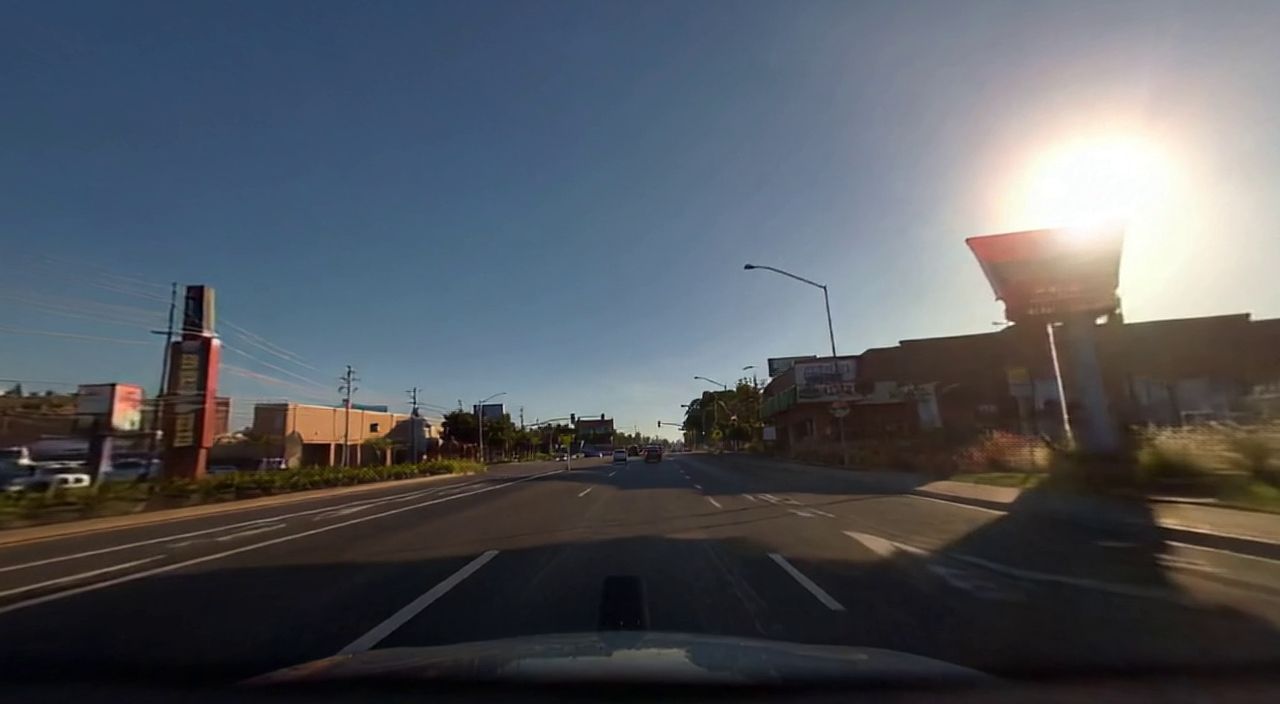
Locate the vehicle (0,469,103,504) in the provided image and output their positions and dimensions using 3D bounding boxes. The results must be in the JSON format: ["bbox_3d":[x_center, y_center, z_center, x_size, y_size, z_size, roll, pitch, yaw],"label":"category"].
[{"bbox_3d":[-28.952,6.469,30.685,1.882,1.401,4.476,0,-9,-2],"label":"vehicle"}]
